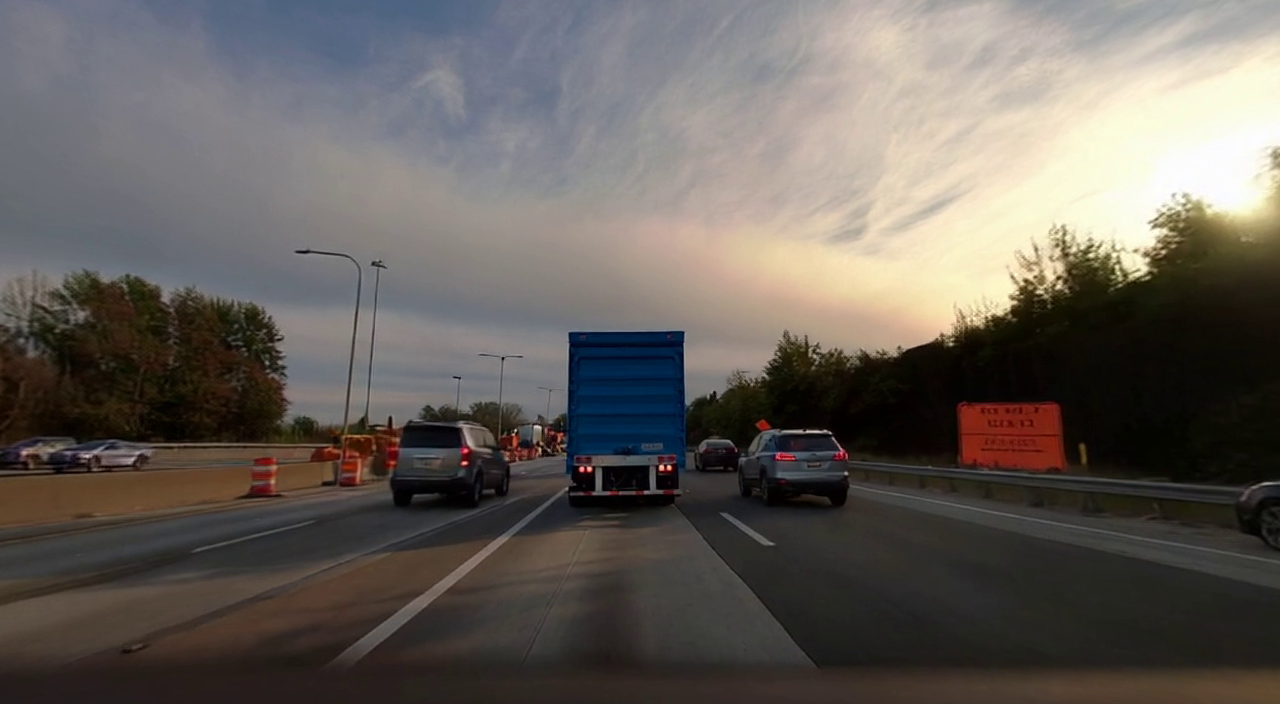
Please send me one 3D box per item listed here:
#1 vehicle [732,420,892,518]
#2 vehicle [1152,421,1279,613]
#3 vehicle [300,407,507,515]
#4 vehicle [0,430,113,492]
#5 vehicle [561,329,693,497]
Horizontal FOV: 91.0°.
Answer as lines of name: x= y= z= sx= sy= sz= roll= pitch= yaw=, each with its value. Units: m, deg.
vehicle: x=3.387 y=2.410 z=13.387 sx=2.103 sy=1.713 sz=4.173 roll=1 pitch=-9 yaw=-2
vehicle: x=6.724 y=1.256 z=4.283 sx=2.070 sy=1.632 sz=4.774 roll=2 pitch=-9 yaw=-8
vehicle: x=-5.005 y=2.465 z=14.667 sx=2.421 sy=1.965 sz=5.980 roll=0 pitch=-9 yaw=1
vehicle: x=-21.331 y=3.734 z=22.014 sx=4.632 sy=1.852 sz=2.033 roll=0 pitch=-8 yaw=16
vehicle: x=-0.475 y=2.170 z=19.862 sx=3.067 sy=3.940 sz=10.154 roll=1 pitch=-9 yaw=-2
